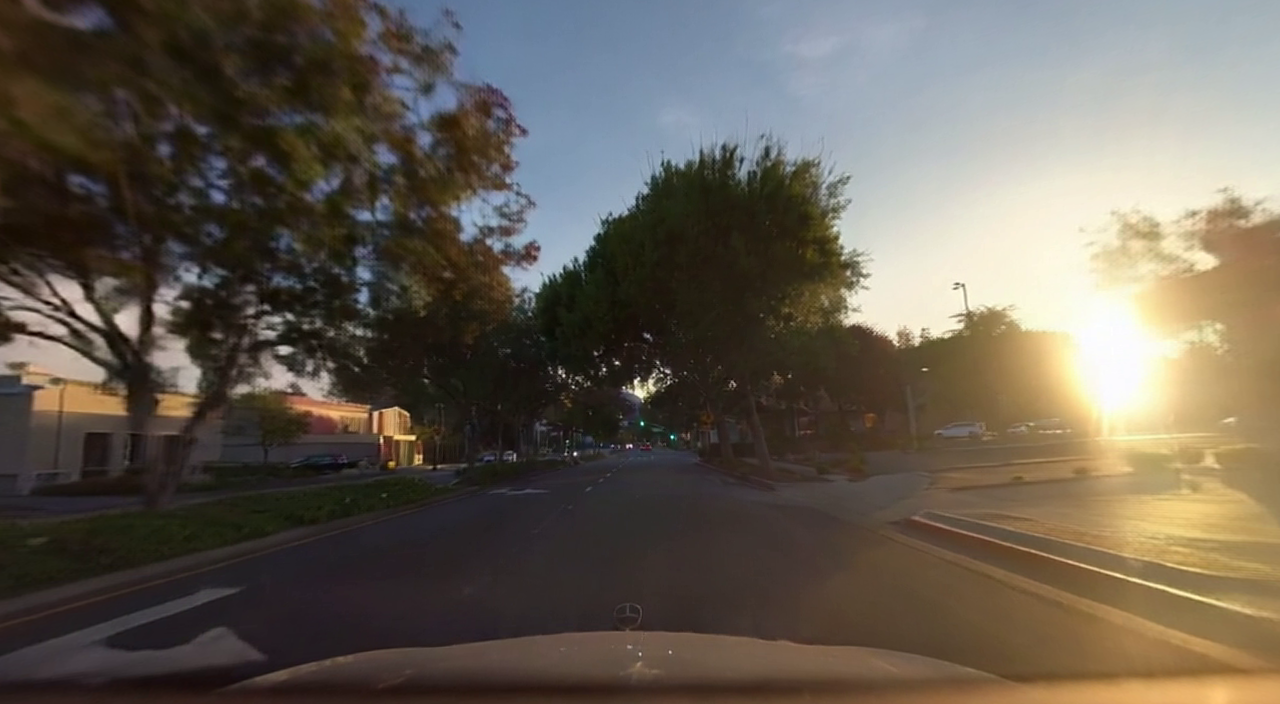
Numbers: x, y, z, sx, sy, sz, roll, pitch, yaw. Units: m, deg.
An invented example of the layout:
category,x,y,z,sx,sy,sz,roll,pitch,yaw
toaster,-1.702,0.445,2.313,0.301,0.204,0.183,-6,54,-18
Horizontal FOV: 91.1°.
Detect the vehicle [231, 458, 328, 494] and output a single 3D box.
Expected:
category,x,y,z,sx,sy,sz,roll,pitch,yaw
vehicle,-17.405,5.972,30.579,1.861,1.541,4.530,-1,-9,3
